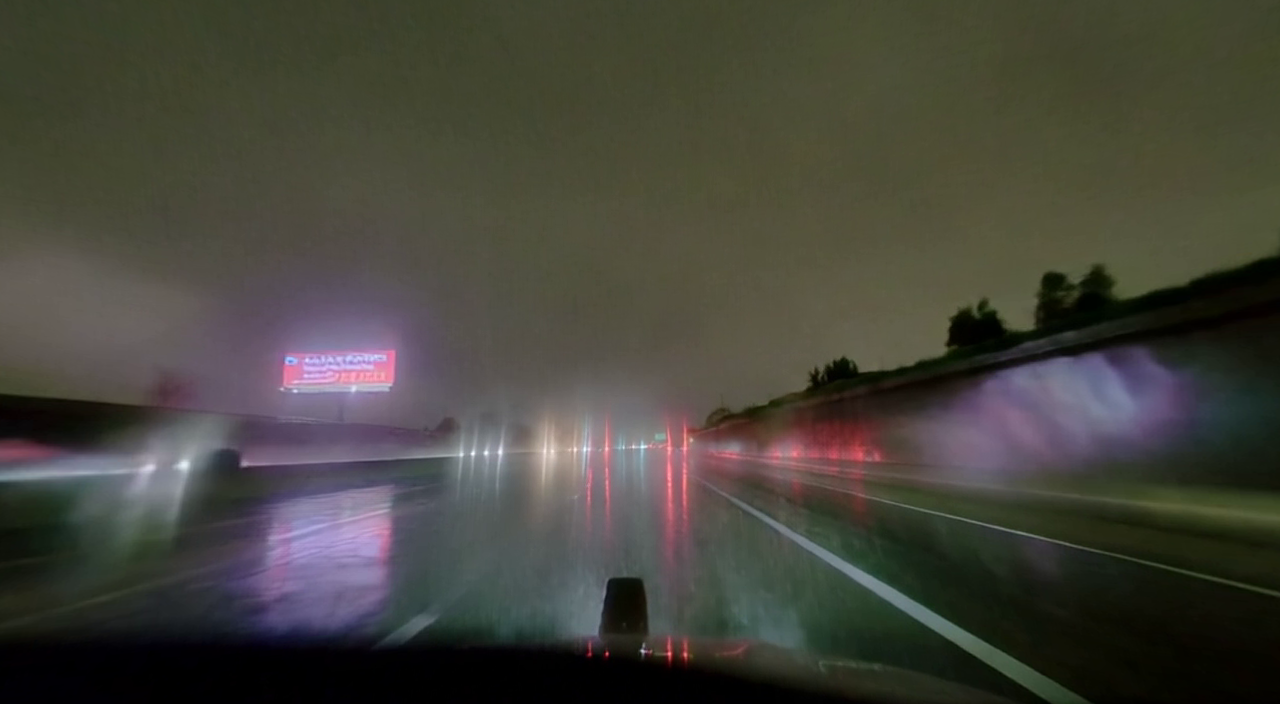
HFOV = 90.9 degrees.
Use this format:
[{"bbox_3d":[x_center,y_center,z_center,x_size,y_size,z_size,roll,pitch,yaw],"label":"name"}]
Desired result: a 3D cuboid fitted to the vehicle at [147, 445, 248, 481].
[{"bbox_3d":[-24.395,6.079,35.045,2.027,1.837,4.865,0,-8,0],"label":"vehicle"}]
